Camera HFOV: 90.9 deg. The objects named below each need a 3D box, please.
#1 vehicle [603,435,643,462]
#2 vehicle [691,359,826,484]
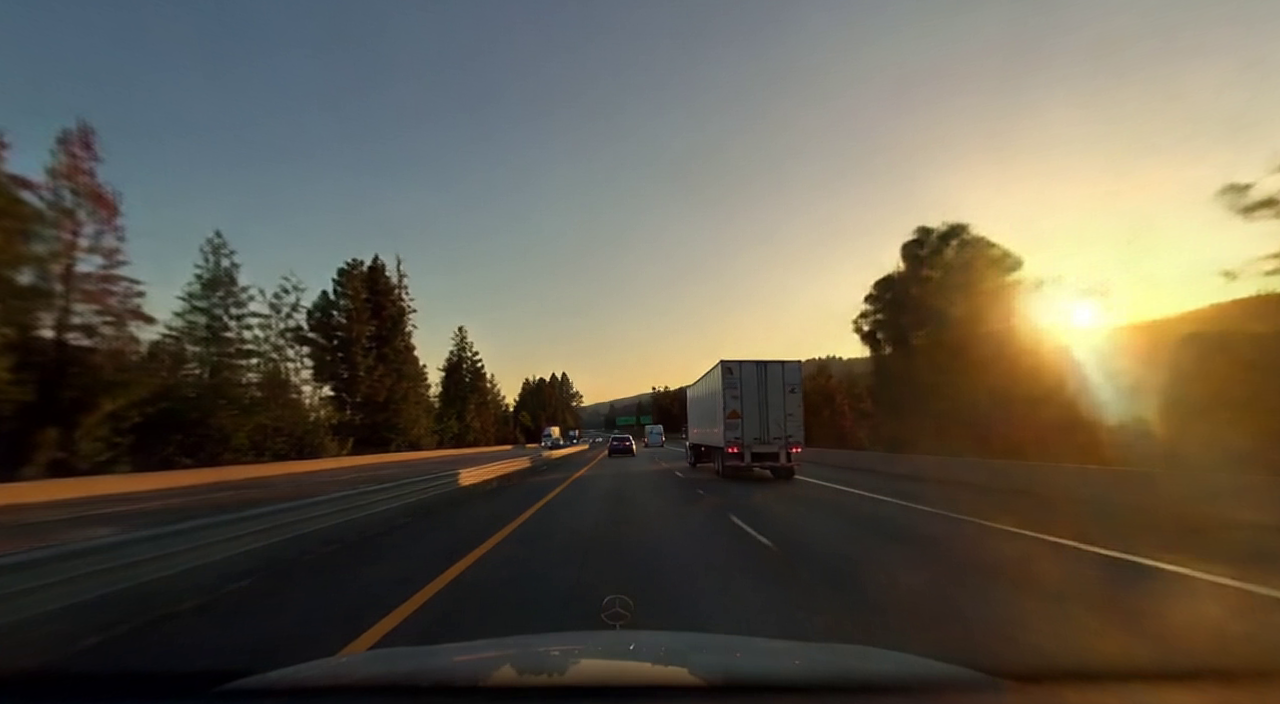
[{"bbox_3d":[-0.995,5.660,37.286,2.259,1.466,3.693,0,-8,-1],"label":"vehicle"},{"bbox_3d":[3.682,2.495,21.996,2.921,3.526,8.207,0,-8,-1],"label":"vehicle"}]
